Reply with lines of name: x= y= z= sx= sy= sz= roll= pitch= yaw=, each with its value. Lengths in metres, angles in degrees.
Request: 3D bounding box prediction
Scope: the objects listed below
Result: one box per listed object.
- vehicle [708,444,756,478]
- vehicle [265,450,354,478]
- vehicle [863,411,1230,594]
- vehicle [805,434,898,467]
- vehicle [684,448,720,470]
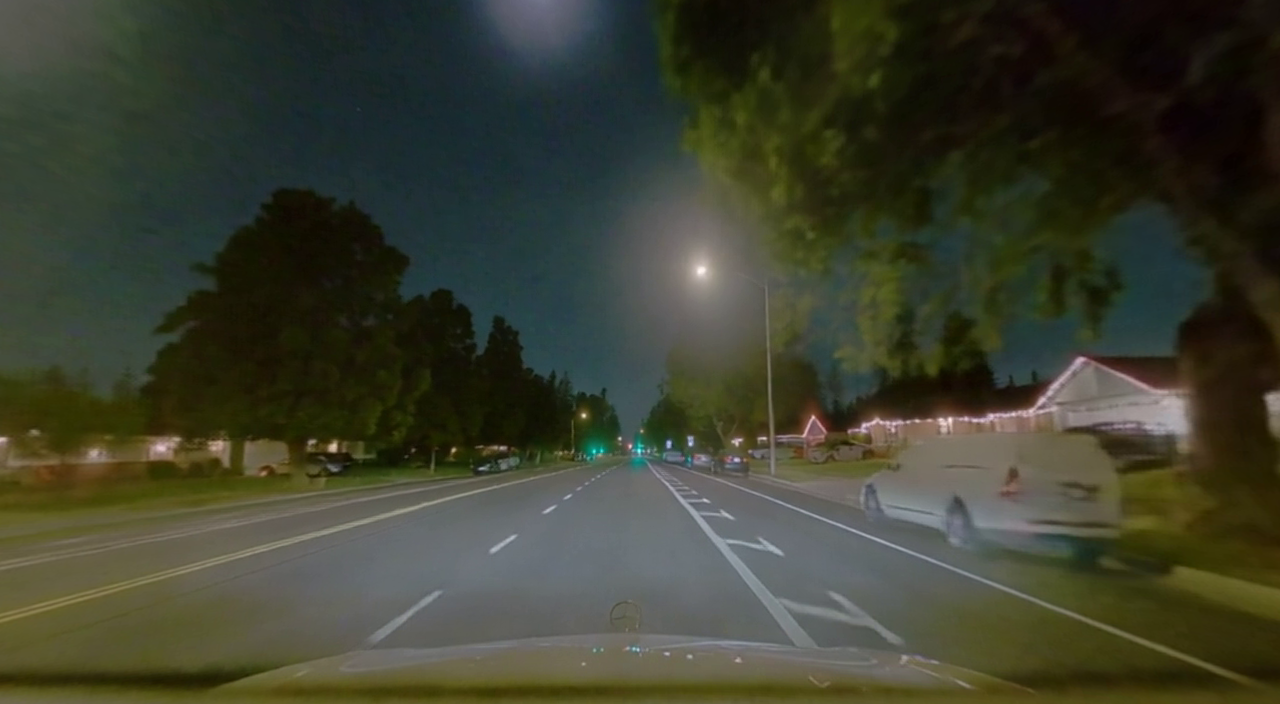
vehicle: x=4.777 y=5.761 z=33.310 sx=1.934 sy=1.546 sz=5.009 roll=2 pitch=-10 yaw=2
vehicle: x=-20.934 y=7.099 z=40.125 sx=4.534 sy=1.536 sz=1.952 roll=1 pitch=-8 yaw=0
vehicle: x=5.040 y=1.905 z=8.934 sx=2.082 sy=1.763 sz=4.718 roll=3 pitch=-9 yaw=0
vehicle: x=12.739 y=5.999 z=38.329 sx=4.850 sy=1.610 sz=1.980 roll=-5 pitch=-9 yaw=3
vehicle: x=4.653 y=8.094 z=47.883 sx=2.035 sy=1.498 sz=4.910 roll=0 pitch=-9 yaw=-2
